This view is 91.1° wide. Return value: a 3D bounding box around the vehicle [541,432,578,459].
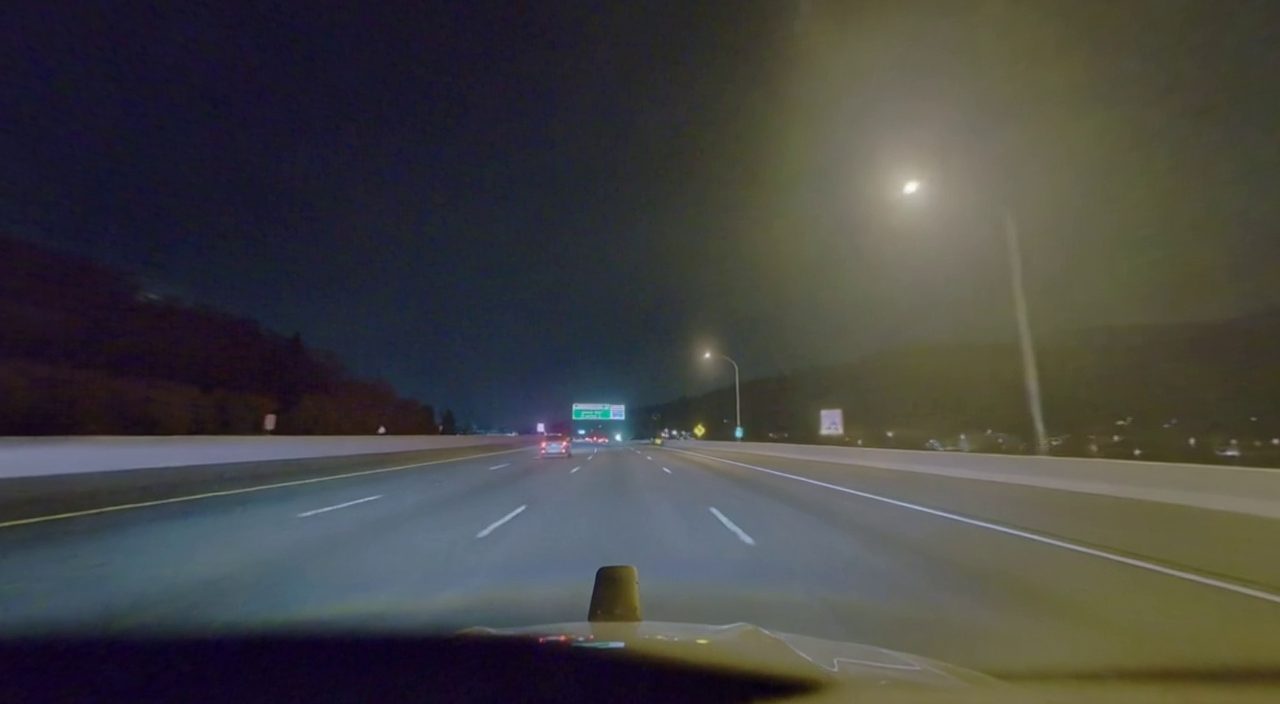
[{"bbox_3d":[-4.875,5.710,38.647,1.878,1.548,3.966,0,-8,-2],"label":"vehicle"}]
